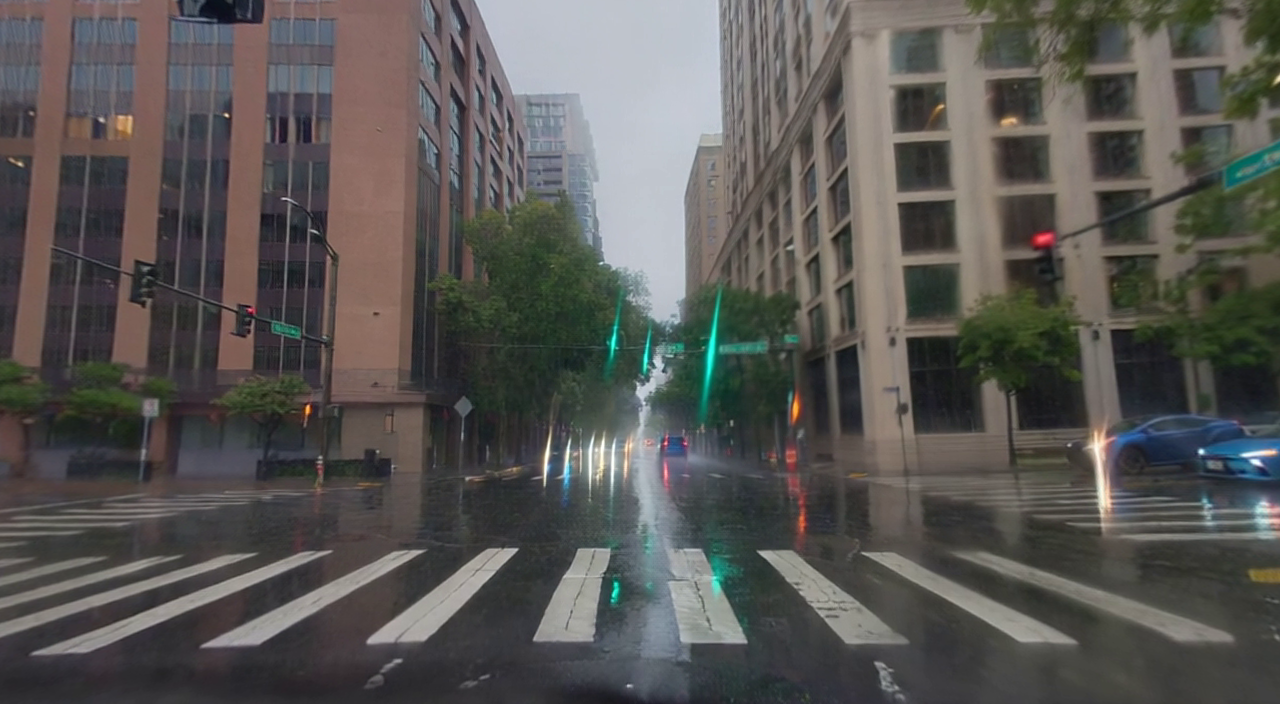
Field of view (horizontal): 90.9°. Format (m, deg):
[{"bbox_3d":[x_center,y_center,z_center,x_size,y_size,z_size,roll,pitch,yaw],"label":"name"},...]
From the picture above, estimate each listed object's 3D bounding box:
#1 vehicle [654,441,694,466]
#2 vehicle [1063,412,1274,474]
[{"bbox_3d":[2.086,6.419,40.074,2.039,1.470,4.355,0,-8,-4],"label":"vehicle"},{"bbox_3d":[16.904,2.944,20.404,4.802,1.860,2.146,0,-8,0],"label":"vehicle"}]
